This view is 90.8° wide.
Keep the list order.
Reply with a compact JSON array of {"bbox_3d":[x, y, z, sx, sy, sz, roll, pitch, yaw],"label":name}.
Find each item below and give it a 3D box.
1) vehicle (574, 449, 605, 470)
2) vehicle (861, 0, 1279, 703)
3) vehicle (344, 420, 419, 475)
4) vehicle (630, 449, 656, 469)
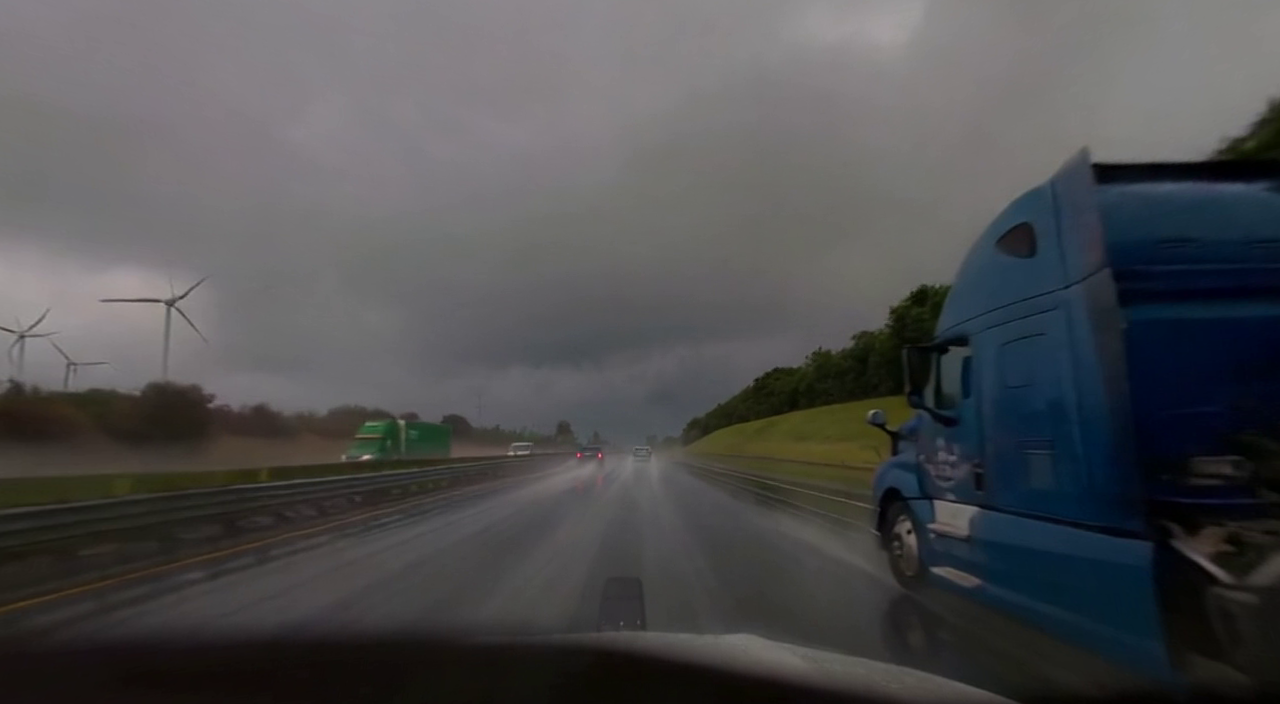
[{"bbox_3d":[-3.720,8.016,47.278,1.952,1.521,4.095,0,-9,1],"label":"vehicle"},{"bbox_3d":[3.734,-0.068,3.155,2.983,3.940,5.919,0,-9,0],"label":"vehicle"},{"bbox_3d":[-19.147,7.134,47.230,2.992,3.809,5.910,0,-9,0],"label":"vehicle"},{"bbox_3d":[0.205,8.065,47.713,1.931,1.453,3.695,0,-9,0],"label":"vehicle"}]
